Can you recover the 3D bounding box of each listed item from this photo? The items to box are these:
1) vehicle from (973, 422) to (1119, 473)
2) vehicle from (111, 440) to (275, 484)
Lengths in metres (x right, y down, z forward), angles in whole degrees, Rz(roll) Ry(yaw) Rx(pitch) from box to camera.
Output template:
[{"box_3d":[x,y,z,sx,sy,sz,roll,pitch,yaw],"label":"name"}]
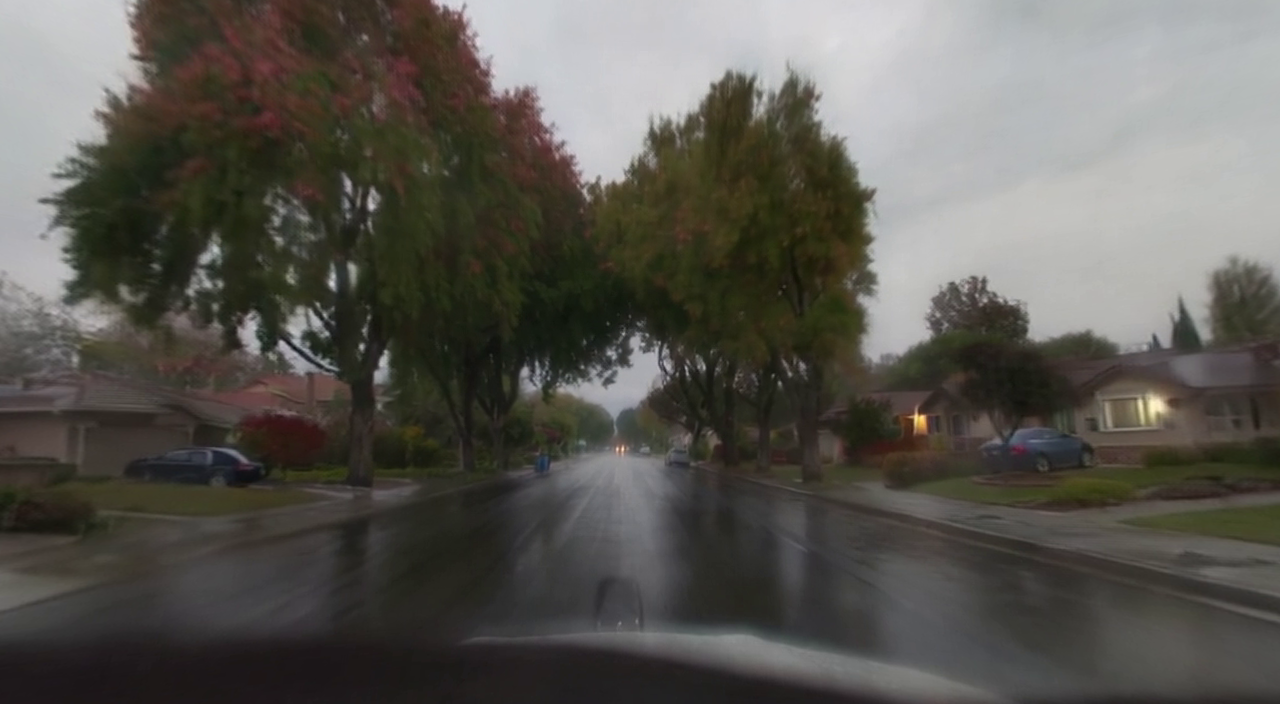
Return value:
[{"box_3d":[15.129,3.558,23.523,4.468,1.728,2.135,3,-9,-19],"label":"vehicle"},{"box_3d":[-16.032,3.970,22.768,4.351,1.474,2.015,0,-9,-2],"label":"vehicle"}]
